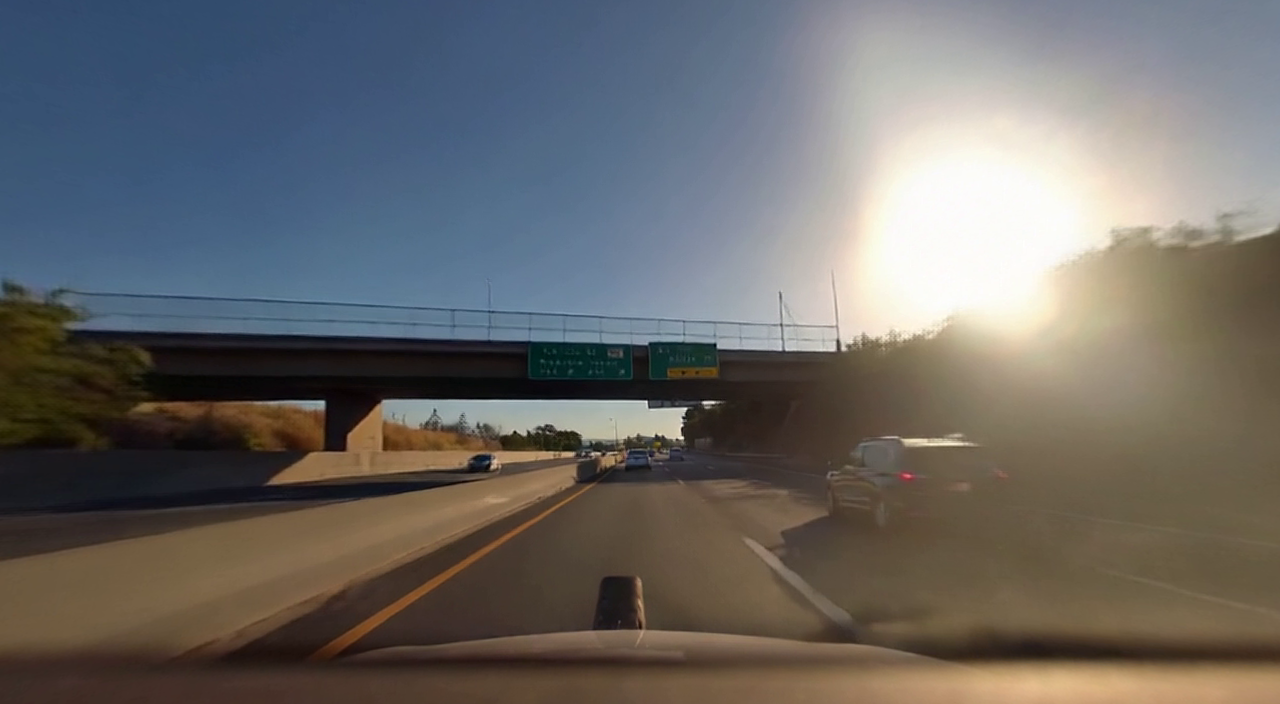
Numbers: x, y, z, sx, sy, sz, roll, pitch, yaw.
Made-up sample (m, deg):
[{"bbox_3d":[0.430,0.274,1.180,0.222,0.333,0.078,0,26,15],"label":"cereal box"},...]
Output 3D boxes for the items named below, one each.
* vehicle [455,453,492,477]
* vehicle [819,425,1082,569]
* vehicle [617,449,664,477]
[{"bbox_3d":[-12.549,8.521,47.514,1.992,1.638,4.416,0,-9,-6],"label":"vehicle"},{"bbox_3d":[4.078,1.959,9.134,1.969,1.595,3.964,-1,-9,4],"label":"vehicle"},{"bbox_3d":[0.073,6.843,38.870,2.084,1.594,4.219,-2,-9,12],"label":"vehicle"}]
